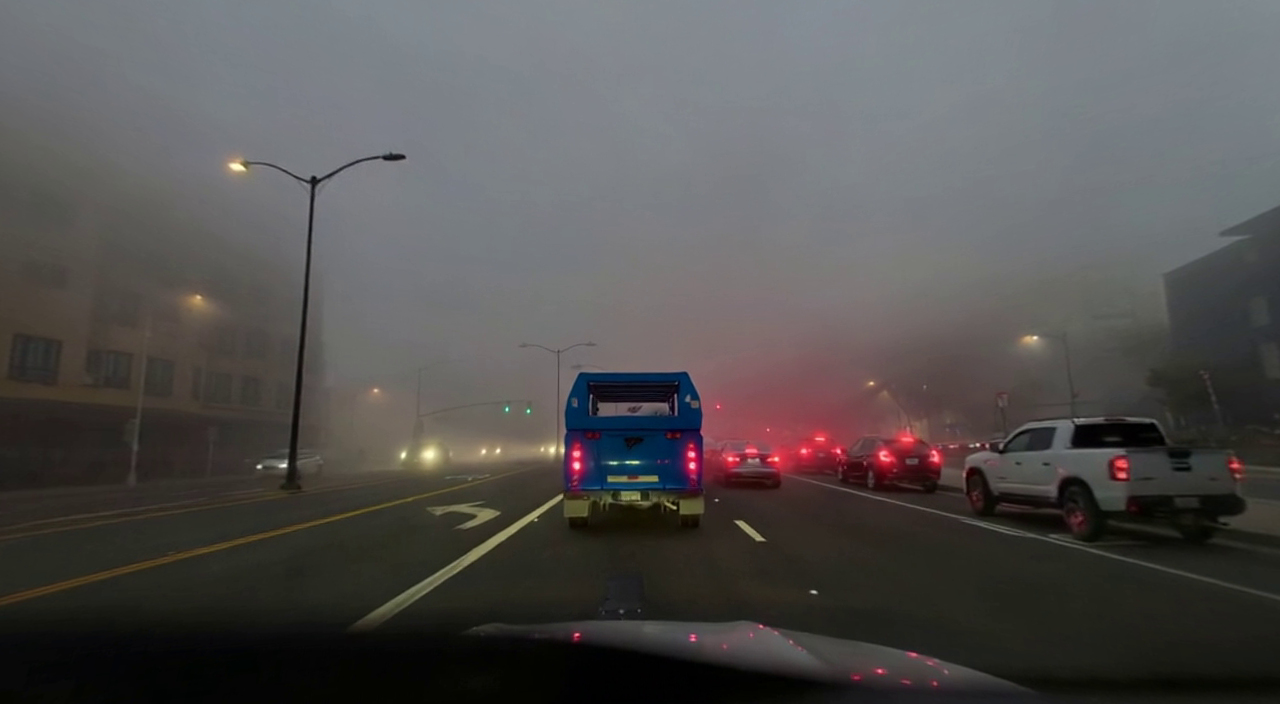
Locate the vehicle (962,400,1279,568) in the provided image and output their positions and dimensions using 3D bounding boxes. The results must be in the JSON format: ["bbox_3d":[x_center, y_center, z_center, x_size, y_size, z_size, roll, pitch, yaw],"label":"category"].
[{"bbox_3d":[6.837,1.738,9.024,2.023,1.771,4.488,0,-9,-1],"label":"vehicle"}]

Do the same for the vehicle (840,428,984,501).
[{"bbox_3d":[7.083,2.972,17.045,1.931,1.692,4.267,0,-9,0],"label":"vehicle"}]

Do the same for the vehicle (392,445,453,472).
[{"bbox_3d":[-12.281,6.032,36.022,1.906,1.461,4.333,0,-9,1],"label":"vehicle"}]

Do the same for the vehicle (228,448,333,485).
[{"bbox_3d":[-16.071,5.105,28.595,1.910,1.485,4.802,0,-9,0],"label":"vehicle"}]

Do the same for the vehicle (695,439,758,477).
[{"bbox_3d":[3.554,4.433,26.699,1.960,1.474,4.279,0,-9,-1],"label":"vehicle"}]

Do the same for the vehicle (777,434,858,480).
[{"bbox_3d":[7.078,4.234,25.687,1.953,1.665,4.327,0,-9,-2],"label":"vehicle"}]

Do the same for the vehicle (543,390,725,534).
[{"bbox_3d":[-0.122,2.061,12.294,2.682,2.117,5.706,0,-9,-1],"label":"vehicle"}]
